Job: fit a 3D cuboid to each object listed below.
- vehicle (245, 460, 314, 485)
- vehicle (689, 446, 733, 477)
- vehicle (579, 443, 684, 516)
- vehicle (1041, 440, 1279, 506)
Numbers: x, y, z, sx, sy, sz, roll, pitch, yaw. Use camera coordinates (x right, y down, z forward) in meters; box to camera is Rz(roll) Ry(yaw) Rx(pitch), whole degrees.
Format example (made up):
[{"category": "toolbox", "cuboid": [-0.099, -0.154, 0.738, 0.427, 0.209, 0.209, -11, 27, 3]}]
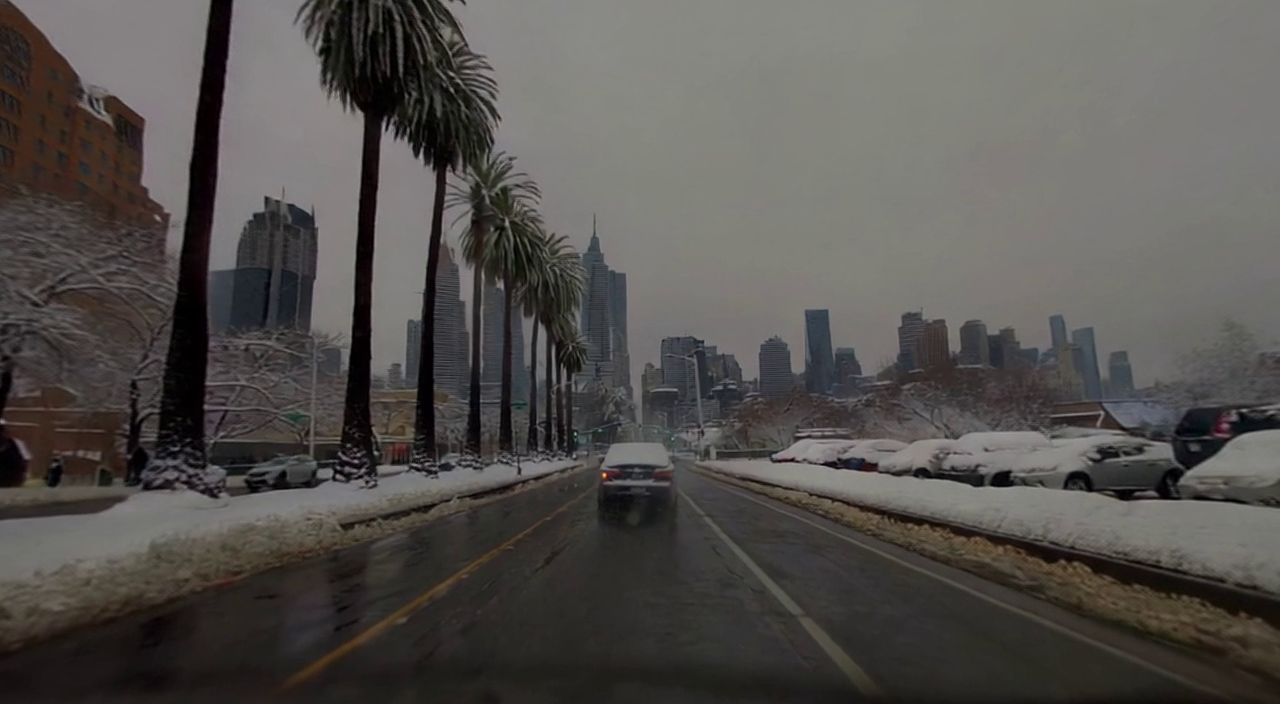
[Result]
[{"category": "vehicle", "cuboid": [-23.327, 7.796, 40.918, 1.860, 1.420, 4.472, 0, -8, 0]}, {"category": "vehicle", "cuboid": [4.332, 6.791, 39.284, 2.136, 1.774, 4.778, 0, -8, 0]}, {"category": "vehicle", "cuboid": [-0.168, 3.013, 15.417, 2.235, 1.528, 3.876, 0, -8, 1]}, {"category": "vehicle", "cuboid": [12.866, 2.929, 15.560, 4.363, 1.488, 2.248, 1, -8, -4]}]
